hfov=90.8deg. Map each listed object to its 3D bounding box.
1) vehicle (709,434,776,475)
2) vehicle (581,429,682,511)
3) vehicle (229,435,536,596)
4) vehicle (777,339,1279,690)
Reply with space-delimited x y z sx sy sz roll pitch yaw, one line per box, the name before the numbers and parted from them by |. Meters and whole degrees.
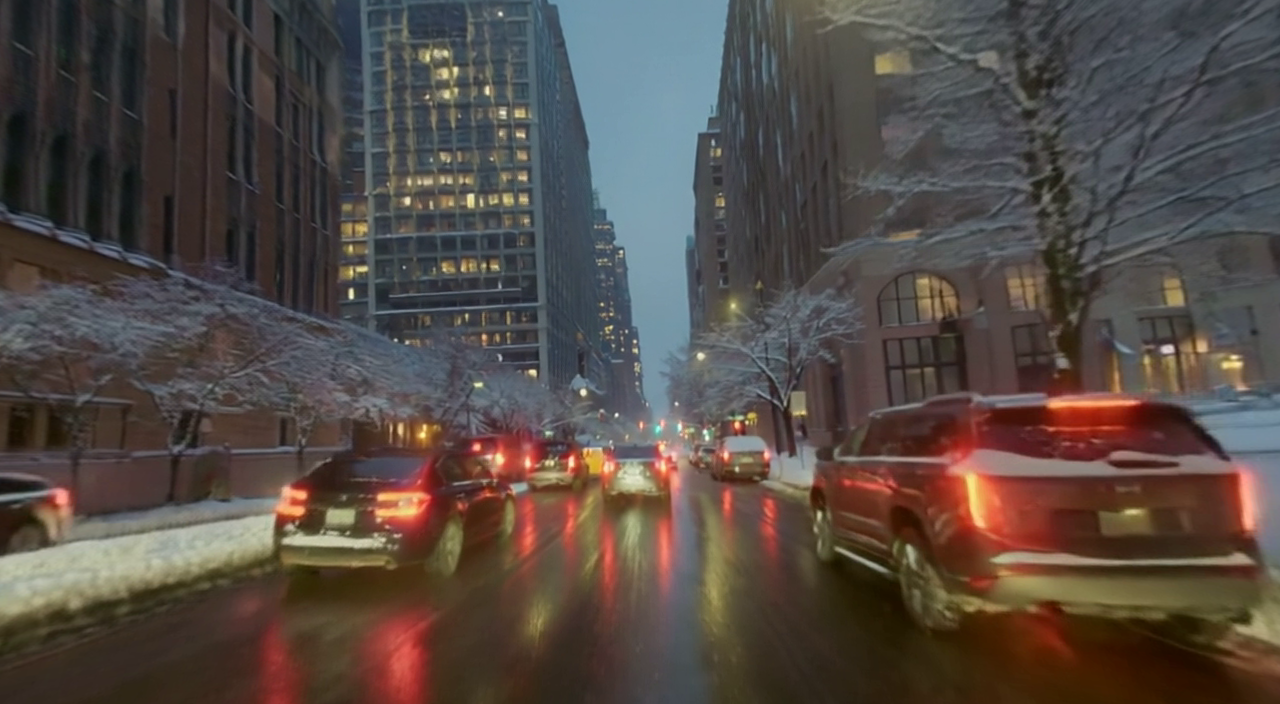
vehicle | 3.967 4.006 25.116 2.065 1.461 4.181 0 -7 1
vehicle | -0.091 2.700 14.983 2.076 1.667 3.948 0 -8 2
vehicle | -2.788 1.838 8.162 1.940 1.481 4.376 0 -8 3
vehicle | 2.989 1.225 5.987 2.352 1.953 4.798 0 -8 1
